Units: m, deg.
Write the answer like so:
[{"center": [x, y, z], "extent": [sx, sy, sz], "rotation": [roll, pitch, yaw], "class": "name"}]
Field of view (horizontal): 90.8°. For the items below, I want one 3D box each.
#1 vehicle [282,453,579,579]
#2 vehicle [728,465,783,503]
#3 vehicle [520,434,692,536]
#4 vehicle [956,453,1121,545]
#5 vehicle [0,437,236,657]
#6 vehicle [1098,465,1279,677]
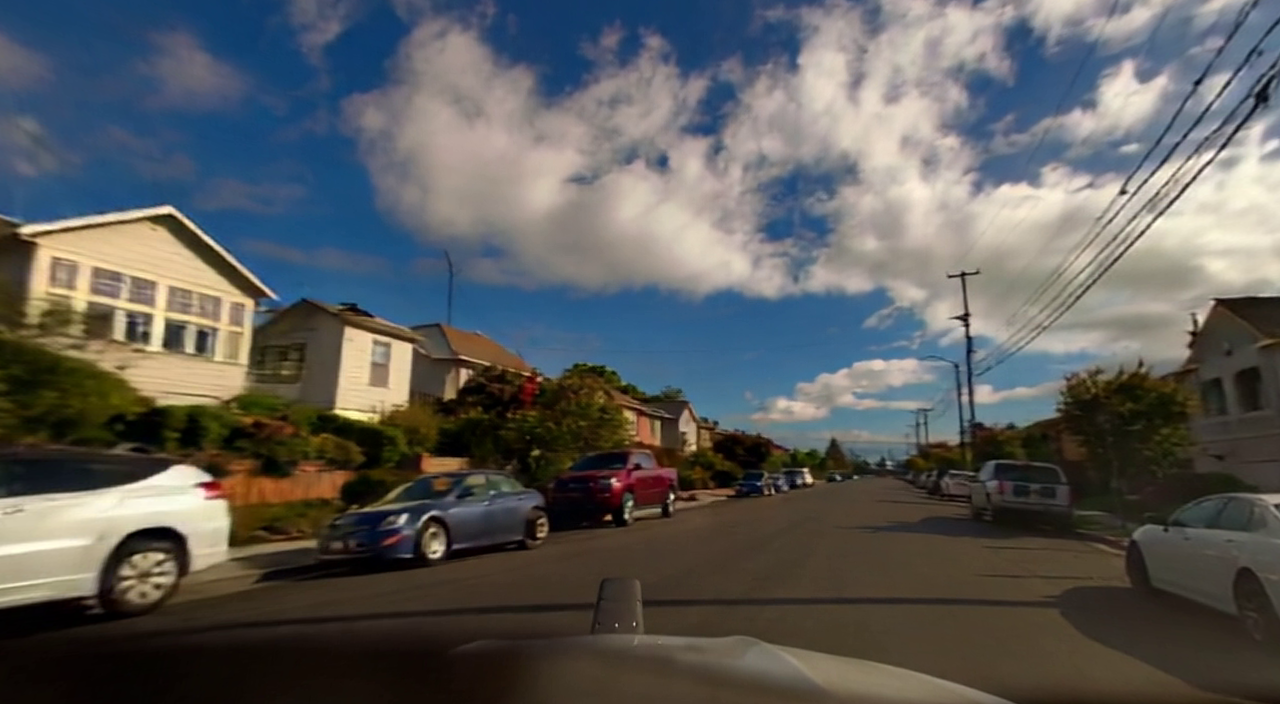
[{"center": [-2.810, 2.376, 9.721], "extent": [1.823, 1.427, 4.407], "rotation": [-6, -12, 22], "class": "vehicle"}, {"center": [5.987, 6.684, 32.307], "extent": [1.971, 1.648, 4.638], "rotation": [-3, -9, 20], "class": "vehicle"}, {"center": [-0.594, 3.143, 15.175], "extent": [2.194, 1.995, 4.814], "rotation": [-6, -12, 22], "class": "vehicle"}, {"center": [10.874, 3.933, 17.906], "extent": [2.547, 2.075, 5.693], "rotation": [-3, -9, 18], "class": "vehicle"}, {"center": [-5.240, 1.291, 4.207], "extent": [1.754, 1.437, 3.885], "rotation": [-4, -12, 21], "class": "vehicle"}, {"center": [6.371, 1.916, 6.022], "extent": [1.973, 1.517, 4.604], "rotation": [-3, -9, 20], "class": "vehicle"}]
